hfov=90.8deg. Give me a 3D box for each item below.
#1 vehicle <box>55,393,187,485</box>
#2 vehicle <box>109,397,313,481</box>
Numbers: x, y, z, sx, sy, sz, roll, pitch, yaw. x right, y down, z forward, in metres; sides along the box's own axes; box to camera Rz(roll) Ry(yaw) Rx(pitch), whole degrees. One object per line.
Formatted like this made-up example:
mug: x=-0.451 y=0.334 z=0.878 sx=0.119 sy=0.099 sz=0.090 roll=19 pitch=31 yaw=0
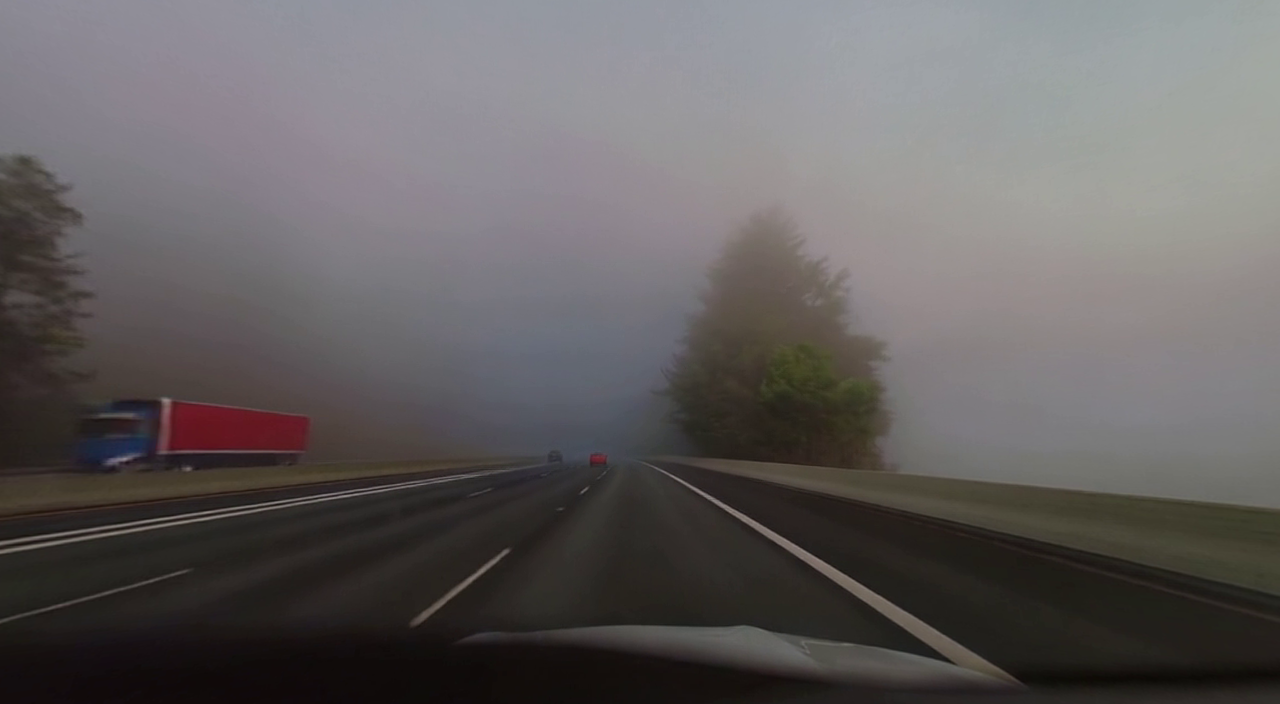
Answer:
vehicle: x=-26.075 y=4.401 z=31.947 sx=3.420 sy=4.386 sz=3.412 roll=0 pitch=-9 yaw=-1
vehicle: x=-26.270 y=5.694 z=40.406 sx=3.306 sy=4.413 sz=14.361 roll=0 pitch=-9 yaw=-2
